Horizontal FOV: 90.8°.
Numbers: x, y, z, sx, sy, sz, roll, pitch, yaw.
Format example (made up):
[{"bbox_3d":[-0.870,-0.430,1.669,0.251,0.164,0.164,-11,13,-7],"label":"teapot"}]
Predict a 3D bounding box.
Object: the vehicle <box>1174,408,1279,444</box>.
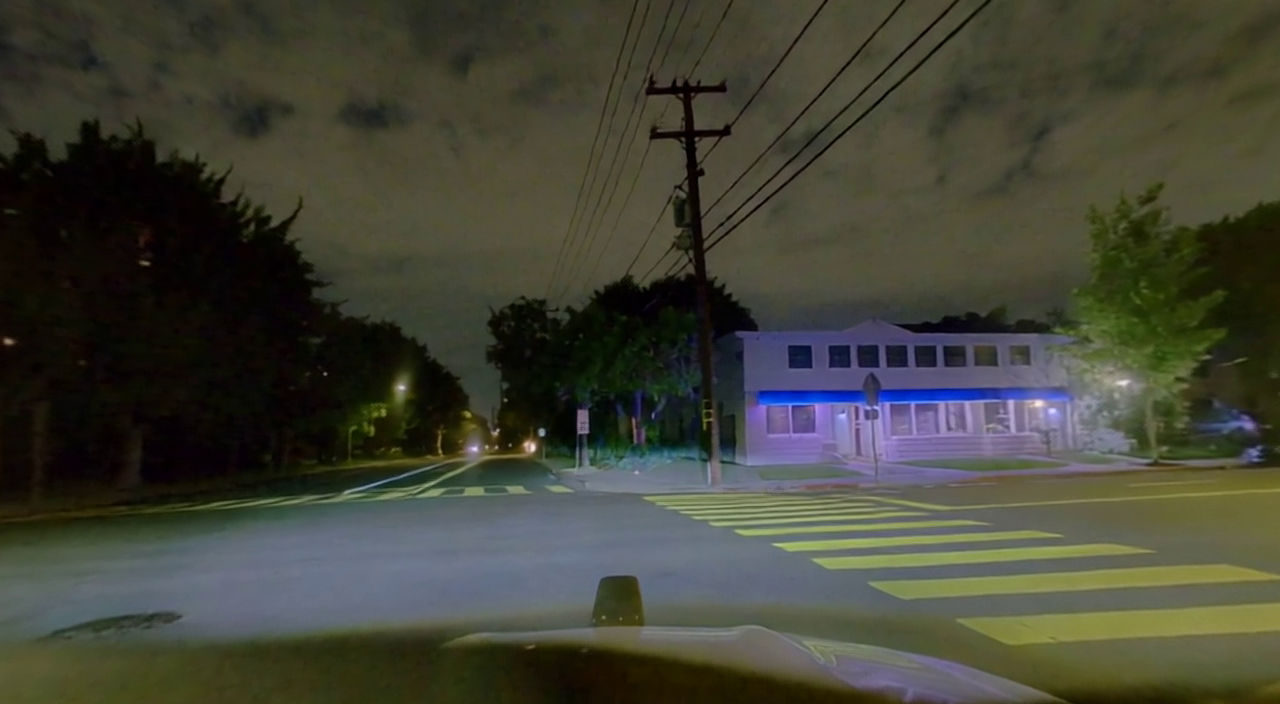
[{"bbox_3d":[30.967,3.899,32.741,2.033,1.725,4.492,3,-9,-16],"label":"vehicle"}]
